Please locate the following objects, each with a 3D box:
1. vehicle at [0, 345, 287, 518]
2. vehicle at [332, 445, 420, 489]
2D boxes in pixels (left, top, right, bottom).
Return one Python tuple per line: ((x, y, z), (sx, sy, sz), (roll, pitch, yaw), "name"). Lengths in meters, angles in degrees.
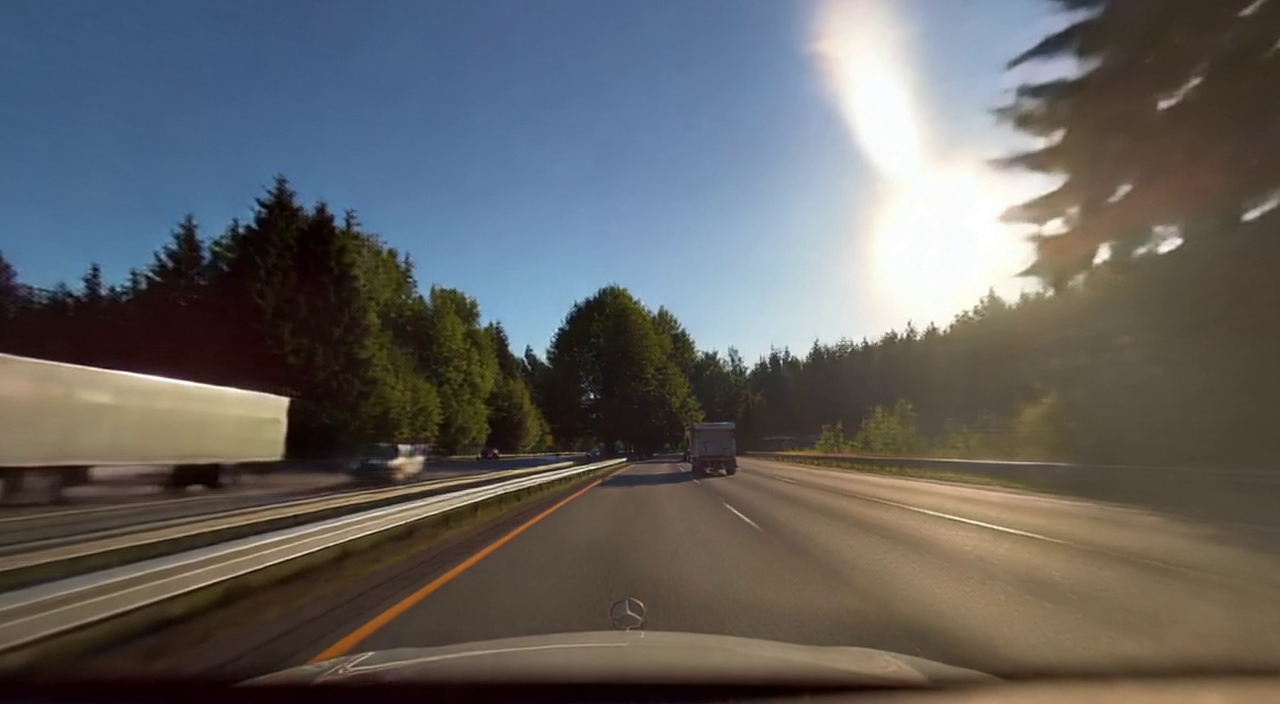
((-16.353, 2.546, 19.156), (2.852, 4.027, 14.081), (0, -9, 1), "vehicle")
((-11.574, 5.047, 27.970), (2.033, 1.808, 4.059), (0, -9, 1), "vehicle")
